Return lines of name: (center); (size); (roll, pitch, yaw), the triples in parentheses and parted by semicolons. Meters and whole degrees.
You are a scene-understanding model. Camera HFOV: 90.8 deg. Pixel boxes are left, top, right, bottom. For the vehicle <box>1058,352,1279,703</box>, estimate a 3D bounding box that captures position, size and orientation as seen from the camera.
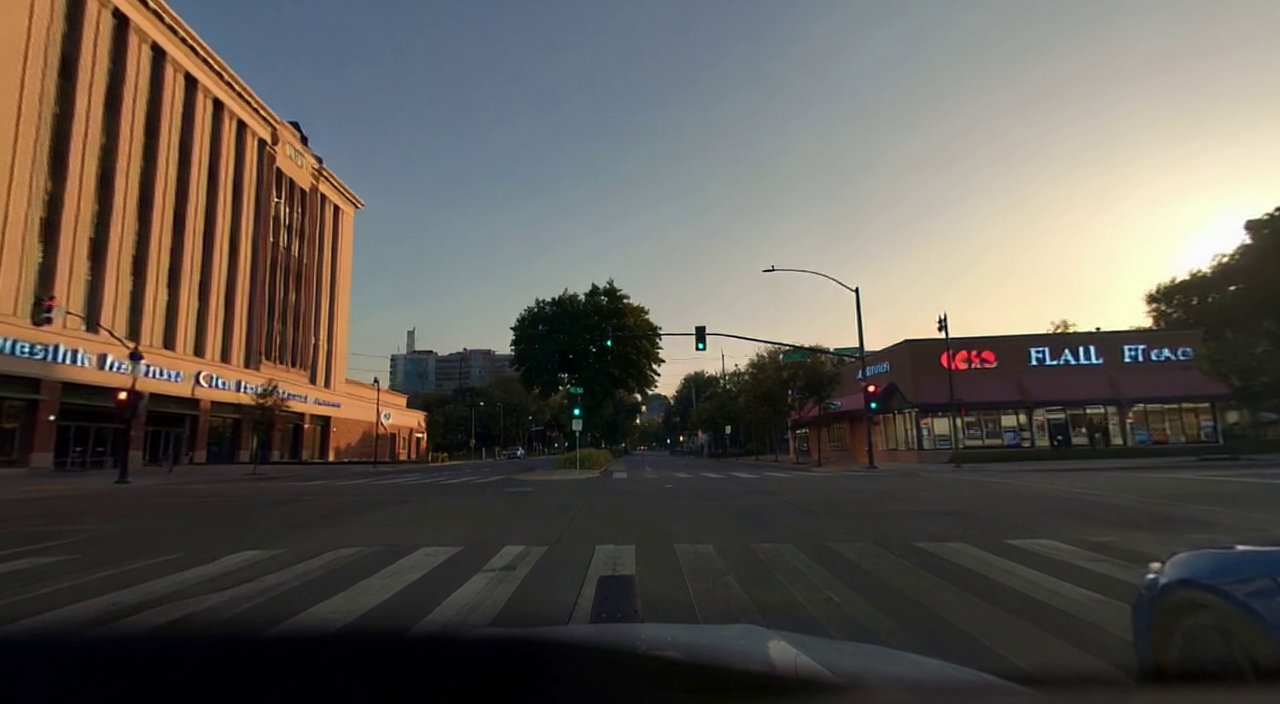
vehicle: (3.038, 0.595, 0.443); (2.015, 1.641, 4.995); (0, -9, -1)
